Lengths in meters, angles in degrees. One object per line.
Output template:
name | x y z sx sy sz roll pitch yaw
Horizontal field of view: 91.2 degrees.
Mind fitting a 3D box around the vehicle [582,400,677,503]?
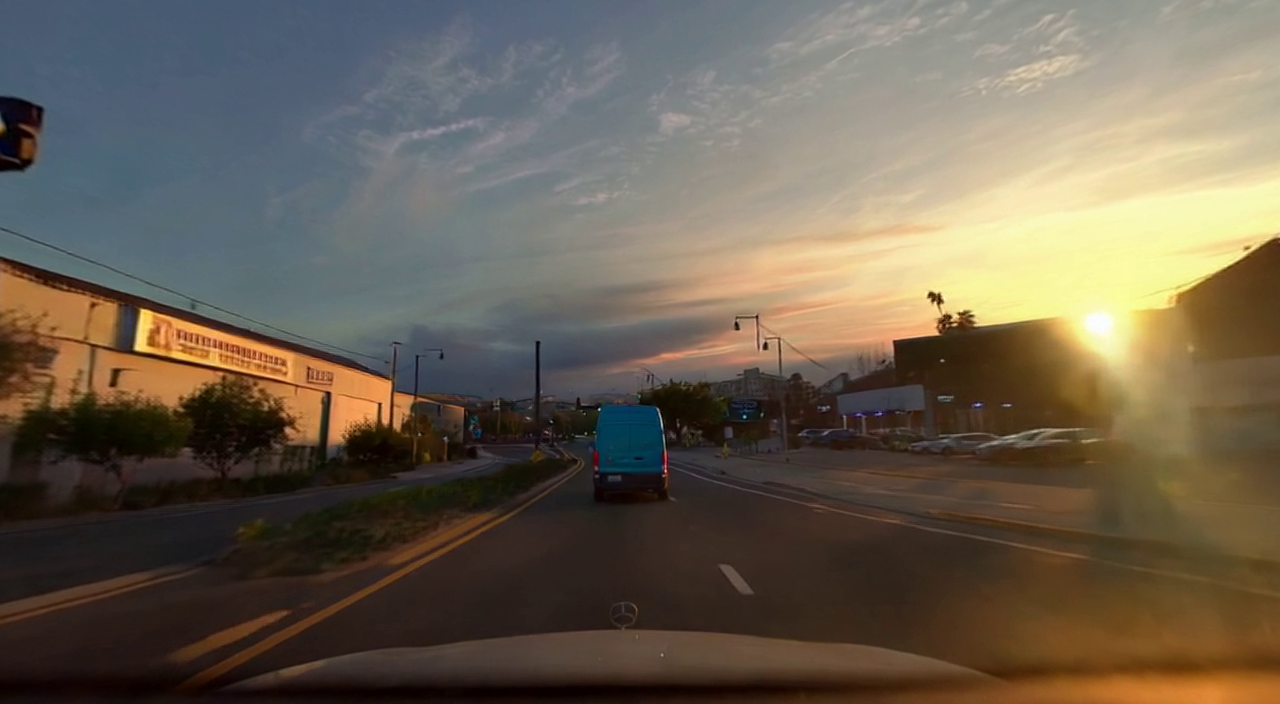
vehicle | -0.423 2.987 19.037 2.432 2.624 5.670 0 -9 -3
